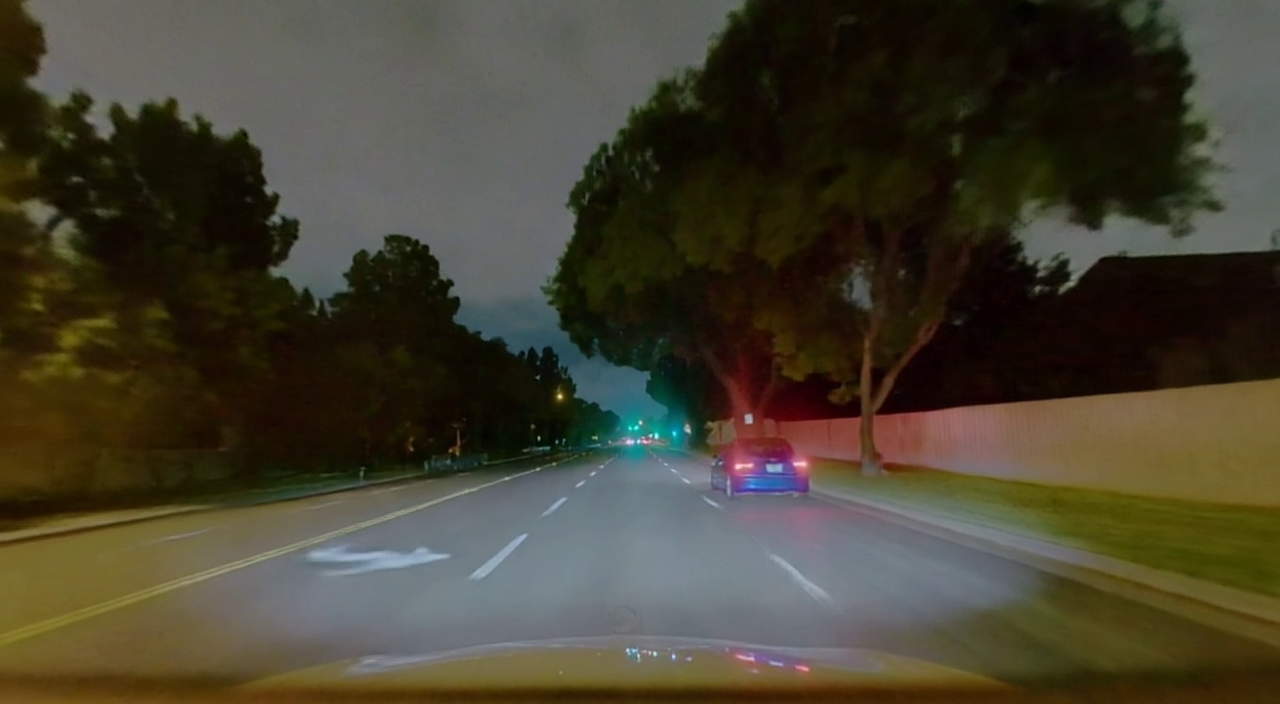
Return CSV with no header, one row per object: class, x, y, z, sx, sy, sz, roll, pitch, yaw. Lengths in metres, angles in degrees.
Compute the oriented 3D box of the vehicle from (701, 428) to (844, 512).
vehicle,2.560,2.385,13.315,1.991,1.476,4.153,0,-8,-2
